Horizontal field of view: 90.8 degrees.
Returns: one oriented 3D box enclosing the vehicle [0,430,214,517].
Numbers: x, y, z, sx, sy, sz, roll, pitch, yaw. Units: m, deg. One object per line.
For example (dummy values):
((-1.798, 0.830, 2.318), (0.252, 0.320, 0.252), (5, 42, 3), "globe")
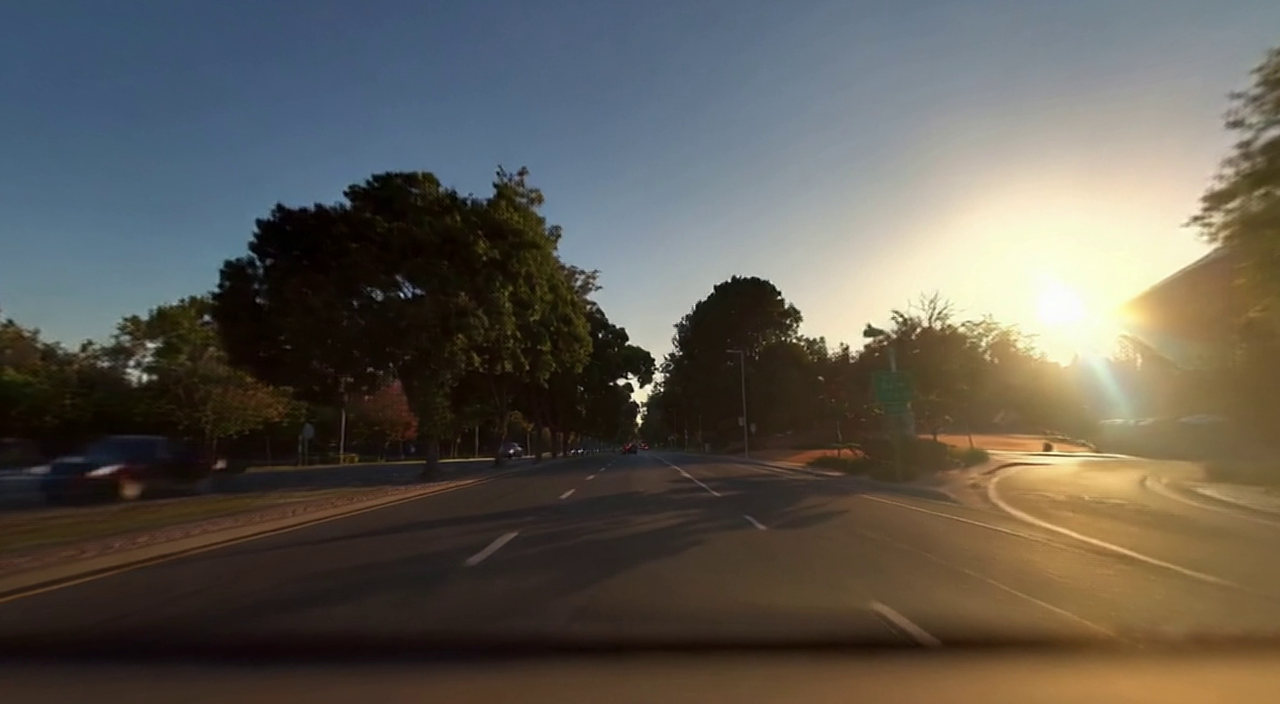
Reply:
((-13.106, 2.806, 15.212), (2.156, 1.728, 4.968), (0, -8, 1), "vehicle")
